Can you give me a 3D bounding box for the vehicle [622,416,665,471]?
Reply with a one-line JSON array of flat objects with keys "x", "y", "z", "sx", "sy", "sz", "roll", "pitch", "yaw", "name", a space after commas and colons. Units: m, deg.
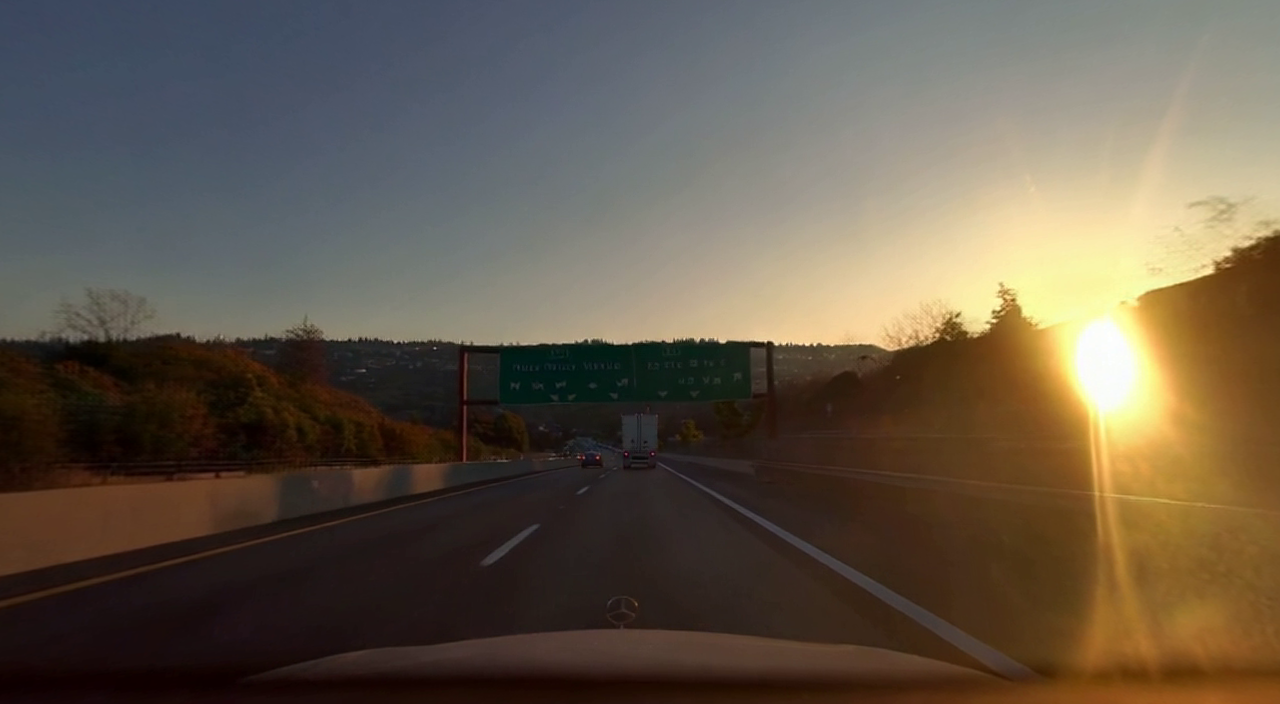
[{"x": 0.128, "y": 7.046, "z": 48.459, "sx": 2.864, "sy": 3.805, "sz": 9.500, "roll": 0, "pitch": -9, "yaw": -2, "name": "vehicle"}]
